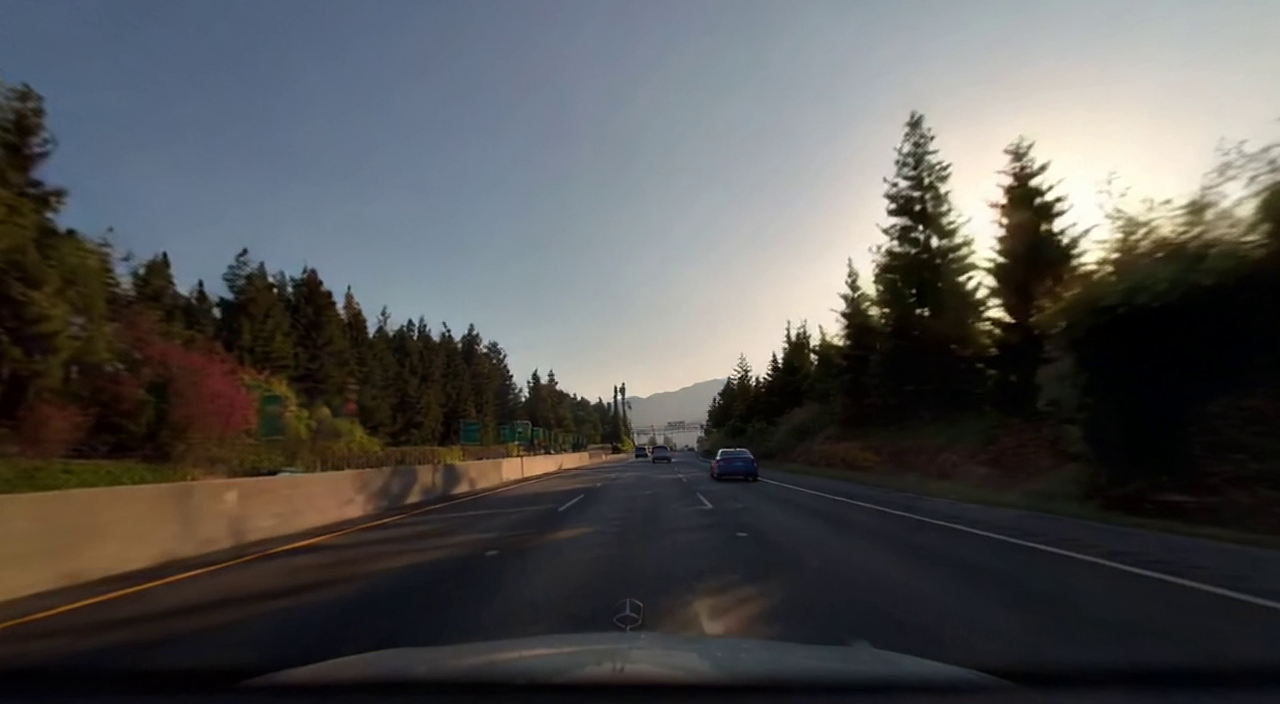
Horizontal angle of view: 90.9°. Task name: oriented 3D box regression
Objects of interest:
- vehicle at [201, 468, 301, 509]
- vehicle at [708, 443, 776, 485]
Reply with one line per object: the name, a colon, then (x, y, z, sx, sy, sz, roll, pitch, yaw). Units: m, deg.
vehicle: (-18.011, 6.320, 29.452, 1.882, 1.613, 4.192, 0, -9, 1)
vehicle: (4.134, 4.624, 26.225, 2.175, 1.574, 3.943, 0, -9, 0)
